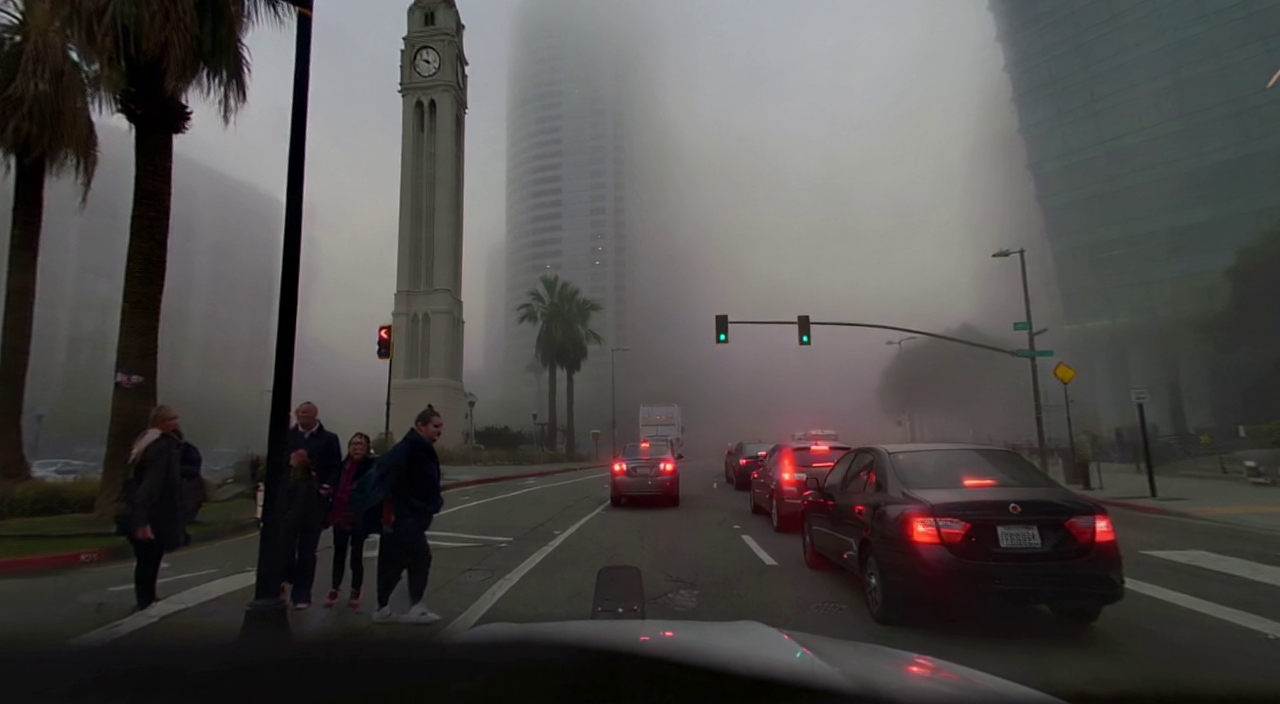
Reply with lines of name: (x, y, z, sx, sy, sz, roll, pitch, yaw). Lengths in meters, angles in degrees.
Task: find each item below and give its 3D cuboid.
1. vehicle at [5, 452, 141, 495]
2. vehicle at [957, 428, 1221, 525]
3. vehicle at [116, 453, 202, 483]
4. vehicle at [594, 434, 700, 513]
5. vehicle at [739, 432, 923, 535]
vehicle: (-26.699, 5.711, 29.925, 2.105, 1.793, 4.812, 0, -9, -3)
vehicle: (8.174, 2.280, 12.095, 1.859, 1.508, 4.259, 0, -9, -1)
vehicle: (-30.448, 7.340, 40.035, 1.946, 1.696, 4.595, 0, -9, -2)
vehicle: (0.164, 2.616, 14.010, 2.048, 1.503, 3.681, 0, -9, 1)
vehicle: (3.122, 2.245, 11.367, 1.913, 1.469, 4.425, 0, -9, 0)
